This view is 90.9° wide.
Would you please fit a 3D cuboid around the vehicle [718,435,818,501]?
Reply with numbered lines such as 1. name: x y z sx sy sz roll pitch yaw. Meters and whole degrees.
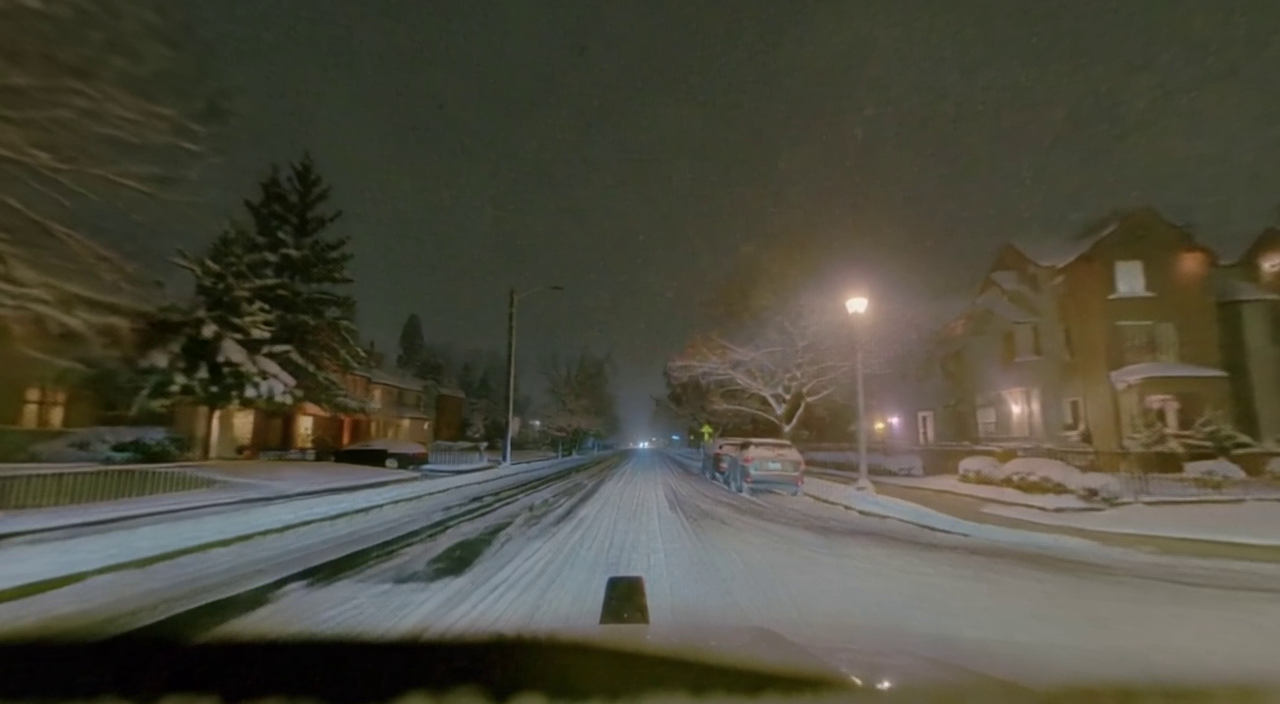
1. vehicle: 3.753 3.464 19.364 2.046 1.760 4.570 0 -8 -1

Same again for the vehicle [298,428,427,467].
1. vehicle: -12.592 4.353 28.767 4.906 1.564 1.988 1 -8 6
